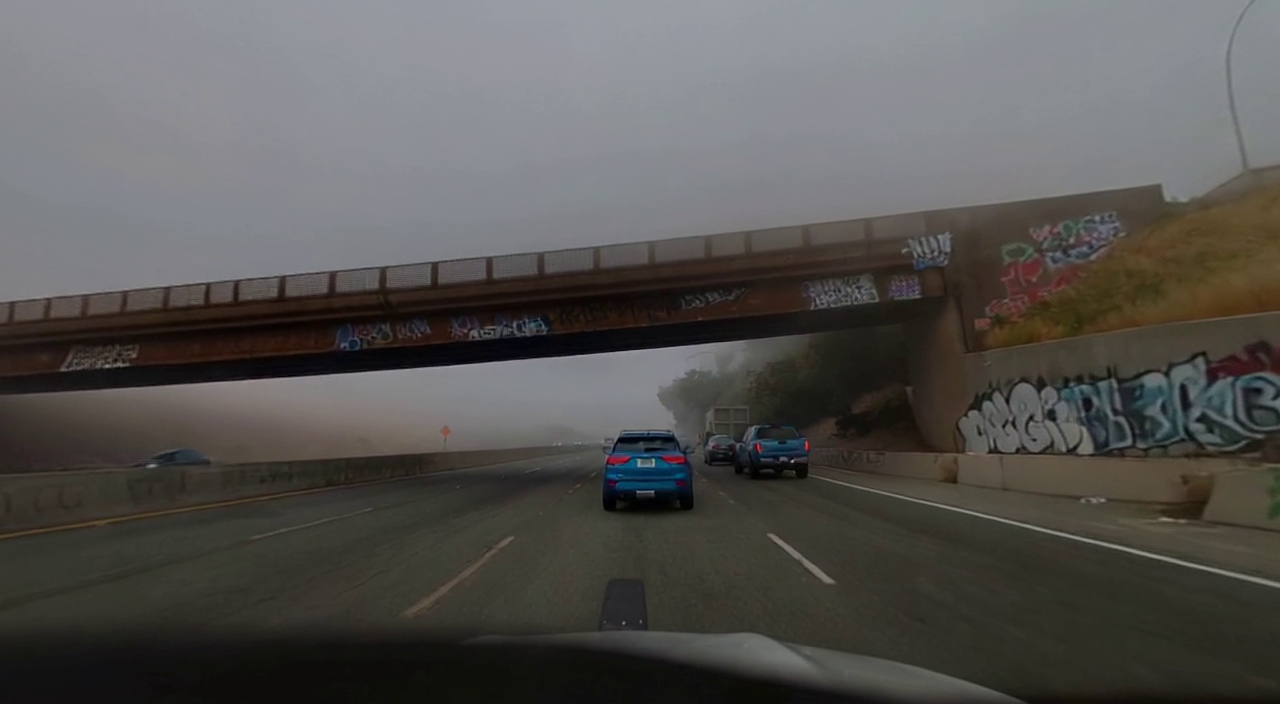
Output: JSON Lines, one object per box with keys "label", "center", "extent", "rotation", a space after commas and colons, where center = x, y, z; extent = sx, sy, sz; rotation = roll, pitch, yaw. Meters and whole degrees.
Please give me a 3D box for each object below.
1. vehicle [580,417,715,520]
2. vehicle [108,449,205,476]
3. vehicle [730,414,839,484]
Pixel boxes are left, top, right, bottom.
{"label": "vehicle", "center": [0.156, 2.199, 12.307], "extent": [2.193, 1.651, 3.946], "rotation": [-1, -8, 1]}
{"label": "vehicle", "center": [-34.158, 7.802, 44.792], "extent": [1.965, 1.698, 5.574], "rotation": [-2, -8, 7]}
{"label": "vehicle", "center": [4.462, 3.154, 20.621], "extent": [2.311, 1.922, 5.977], "rotation": [-1, -8, 2]}
